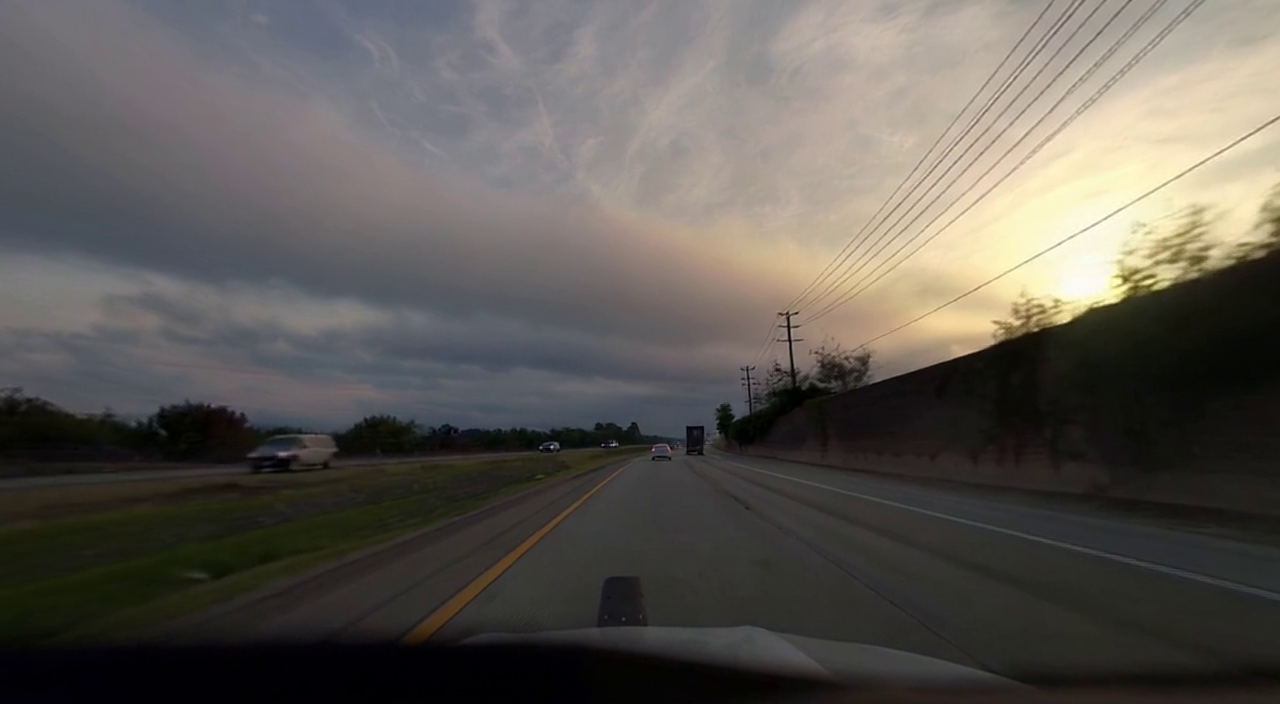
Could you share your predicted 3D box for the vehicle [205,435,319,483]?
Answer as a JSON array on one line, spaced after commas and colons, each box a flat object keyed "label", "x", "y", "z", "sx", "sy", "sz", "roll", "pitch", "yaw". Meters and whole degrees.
[{"label": "vehicle", "x": -16.294, "y": 4.634, "z": 27.553, "sx": 2.097, "sy": 1.887, "sz": 4.477, "roll": -1, "pitch": -9, "yaw": 1}]
